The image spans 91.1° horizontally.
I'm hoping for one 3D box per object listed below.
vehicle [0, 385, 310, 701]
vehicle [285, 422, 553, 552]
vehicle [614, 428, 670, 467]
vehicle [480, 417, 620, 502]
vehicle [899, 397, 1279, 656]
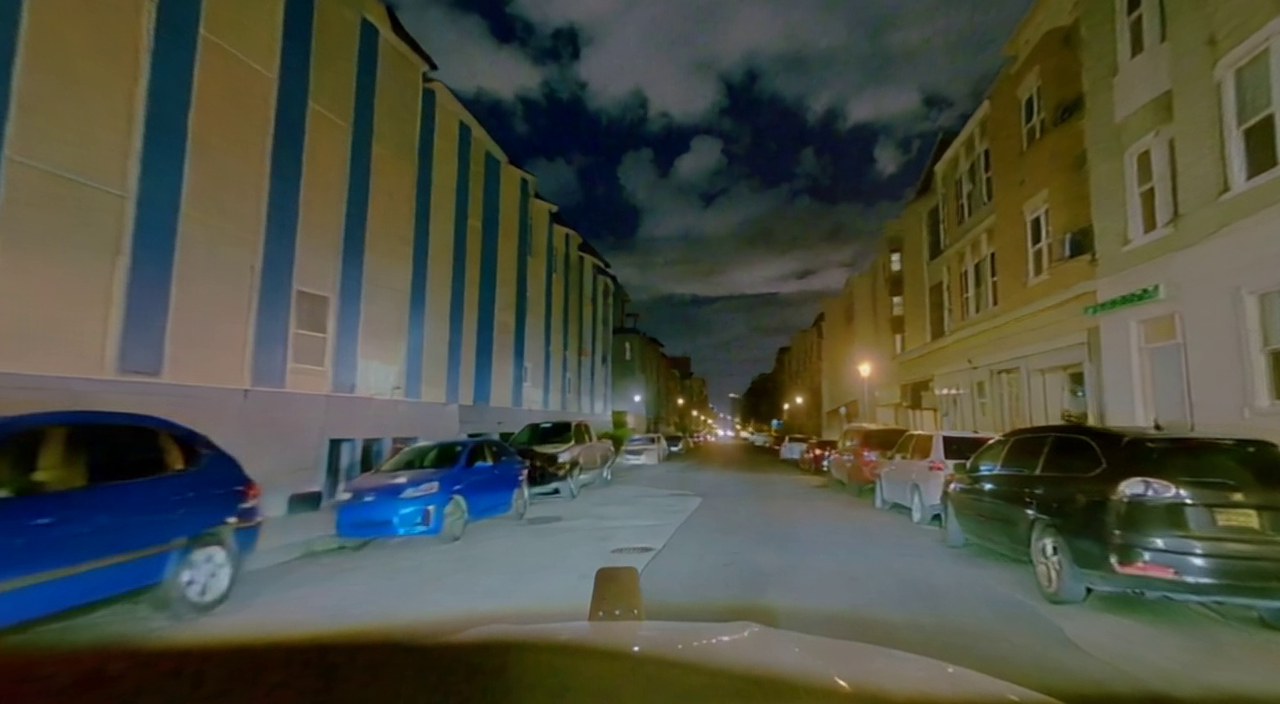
[{"bbox_3d":[-3.890,1.003,3.677,1.719,1.519,3.414,-1,-7,8],"label":"vehicle"},{"bbox_3d":[-2.834,1.790,9.279,1.830,1.427,4.294,-1,-7,10],"label":"vehicle"},{"bbox_3d":[0.159,4.017,26.756,1.840,1.493,3.761,-1,-7,9],"label":"vehicle"},{"bbox_3d":[-1.833,2.371,14.436,1.942,1.629,4.302,-1,-7,9],"label":"vehicle"},{"bbox_3d":[4.121,1.367,6.127,1.883,1.615,4.234,-1,-7,8],"label":"vehicle"}]
